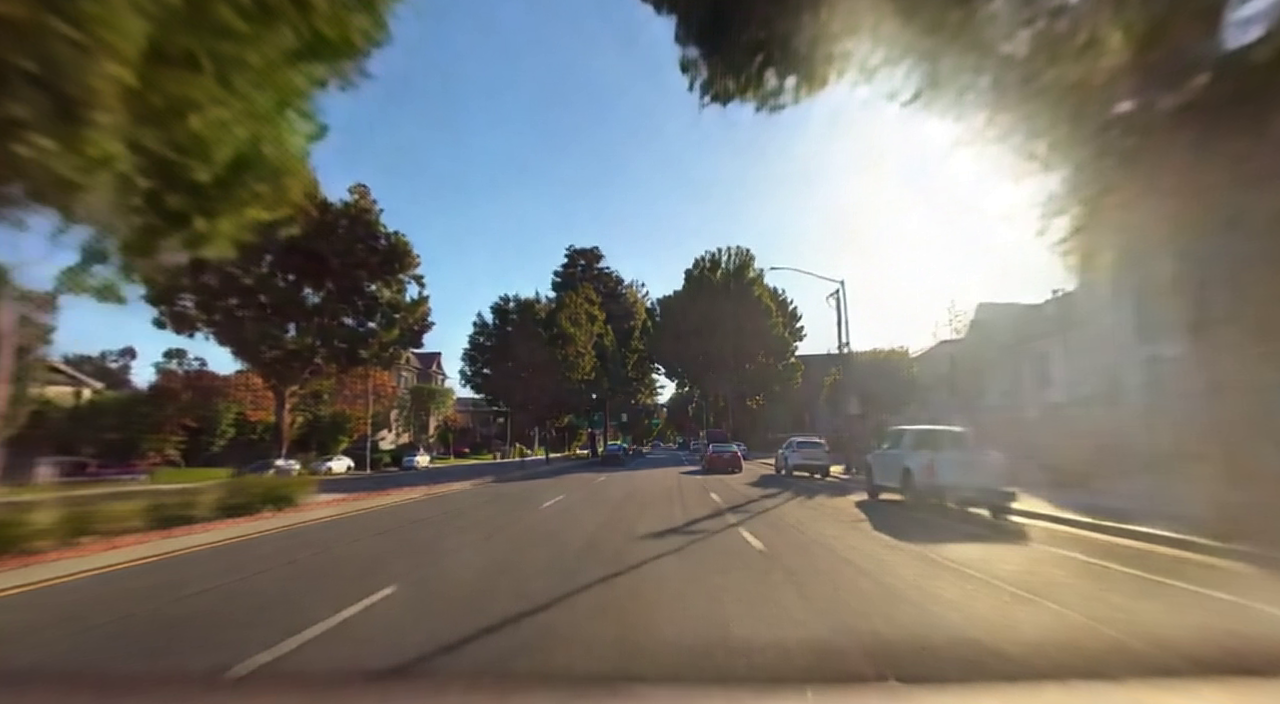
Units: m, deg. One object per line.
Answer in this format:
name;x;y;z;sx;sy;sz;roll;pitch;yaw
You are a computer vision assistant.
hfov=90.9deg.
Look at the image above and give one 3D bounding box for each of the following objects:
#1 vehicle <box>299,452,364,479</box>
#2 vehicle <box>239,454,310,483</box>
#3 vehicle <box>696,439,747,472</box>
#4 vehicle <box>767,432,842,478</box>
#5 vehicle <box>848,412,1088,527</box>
vehicle;-21.157;7.784;43.454;1.882;1.479;4.822;-6;-8;2
vehicle;-21.780;6.912;37.689;1.780;1.573;3.881;-1;-8;2
vehicle;4.020;5.204;31.933;2.128;1.502;4.572;0;-8;2
vehicle;7.202;4.579;28.216;2.092;1.849;5.068;0;-8;2
vehicle;6.649;2.468;13.887;2.213;1.949;5.907;0;-8;1
